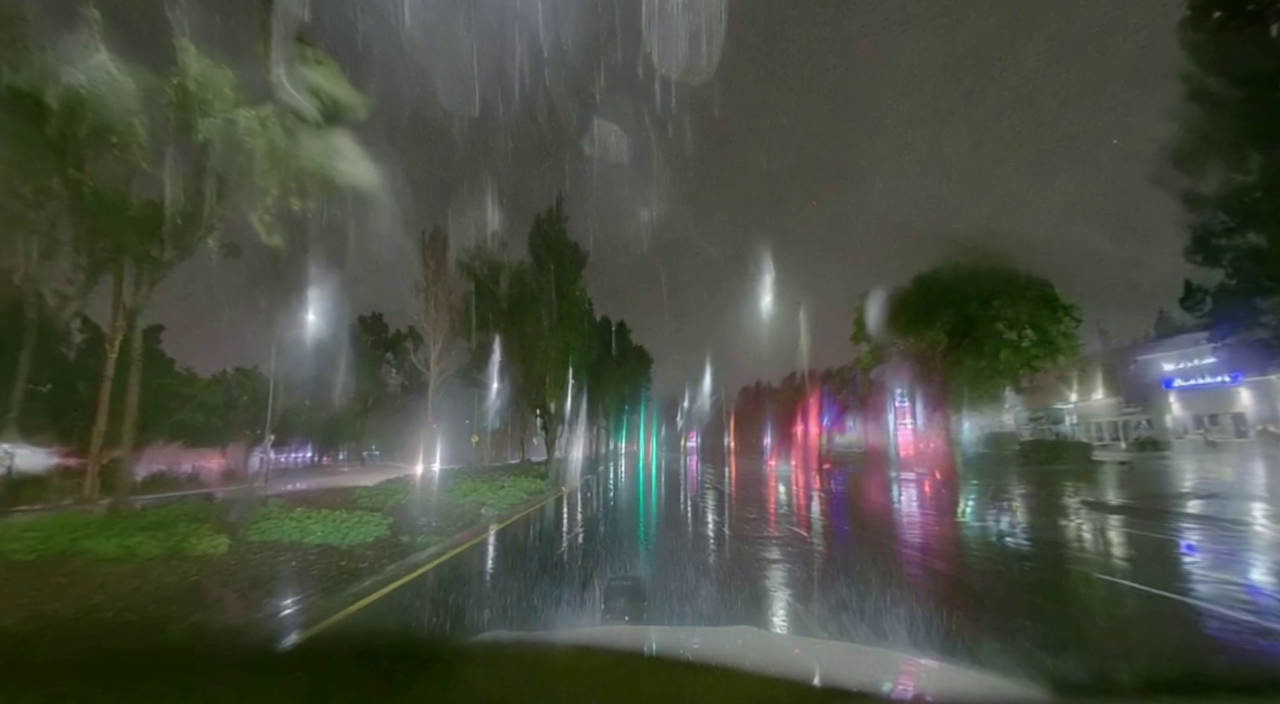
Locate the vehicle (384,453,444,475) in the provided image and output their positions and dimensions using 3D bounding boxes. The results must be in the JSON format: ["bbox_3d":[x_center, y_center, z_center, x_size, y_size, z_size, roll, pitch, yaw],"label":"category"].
[{"bbox_3d":[-17.510,8.629,48.681,5.184,1.494,2.129,-8,-12,43],"label":"vehicle"}]

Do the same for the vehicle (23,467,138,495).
[{"bbox_3d":[-31.654,7.310,35.747,4.706,1.460,1.994,0,-8,3],"label":"vehicle"}]
